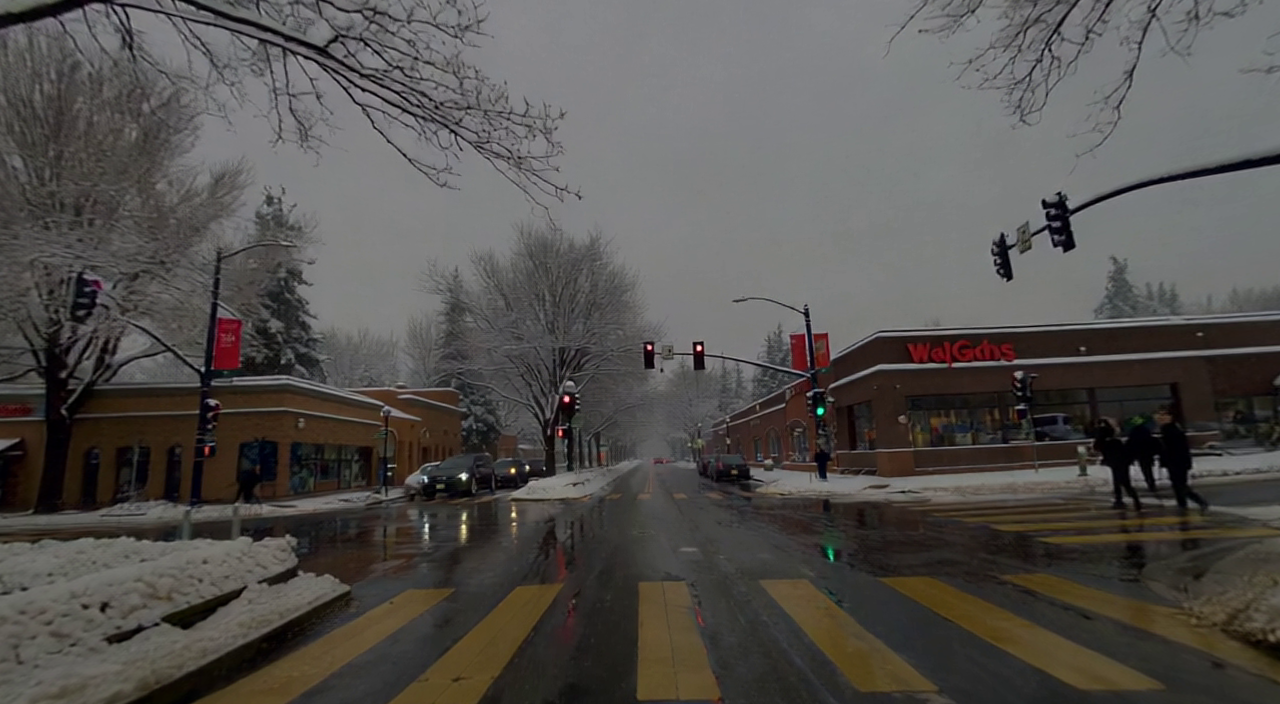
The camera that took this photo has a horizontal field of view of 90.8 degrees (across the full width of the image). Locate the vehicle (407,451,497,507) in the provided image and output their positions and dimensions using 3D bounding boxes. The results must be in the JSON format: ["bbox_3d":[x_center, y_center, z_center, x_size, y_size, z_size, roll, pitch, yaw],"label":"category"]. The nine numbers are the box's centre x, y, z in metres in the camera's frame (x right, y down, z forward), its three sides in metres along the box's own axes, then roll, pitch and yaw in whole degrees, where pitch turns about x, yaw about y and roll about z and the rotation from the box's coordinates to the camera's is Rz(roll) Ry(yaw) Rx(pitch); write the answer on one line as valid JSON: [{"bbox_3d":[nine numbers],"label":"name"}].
[{"bbox_3d":[-8.802,5.944,30.304,2.489,2.323,5.843,0,-8,1],"label":"vehicle"}]

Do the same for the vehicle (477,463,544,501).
[{"bbox_3d":[-5.755,5.830,28.629,1.983,1.438,4.559,0,-8,1],"label":"vehicle"}]

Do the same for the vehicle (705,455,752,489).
[{"bbox_3d":[5.201,7.104,37.715,2.010,1.844,4.386,0,-8,-2],"label":"vehicle"}]
